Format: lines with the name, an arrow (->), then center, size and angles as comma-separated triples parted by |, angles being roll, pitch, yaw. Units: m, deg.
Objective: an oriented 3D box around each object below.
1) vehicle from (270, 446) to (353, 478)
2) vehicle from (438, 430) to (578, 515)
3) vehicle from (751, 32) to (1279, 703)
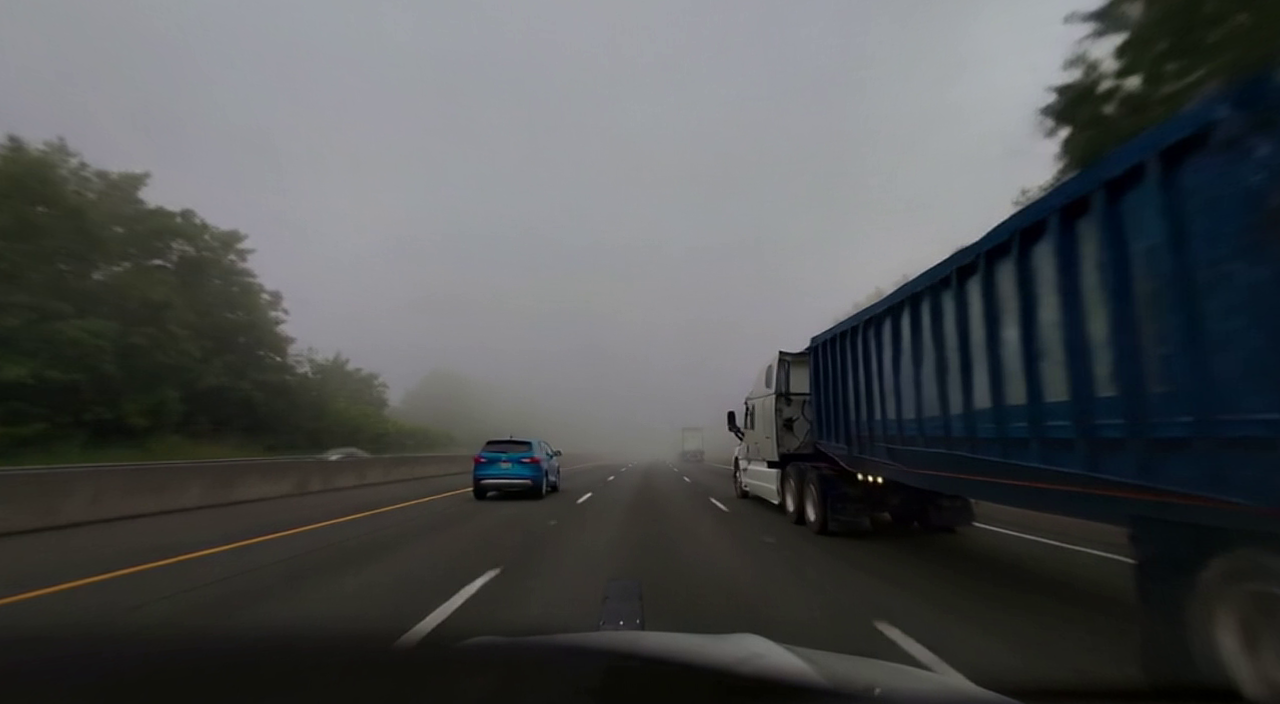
vehicle -> -16.743, 5.619, 32.459 | 1.879, 1.493, 4.452 | 0, -9, 0
vehicle -> -2.874, 2.772, 14.938 | 2.297, 1.683, 4.385 | 0, -9, 1
vehicle -> 4.338, 1.210, 8.966 | 2.868, 3.427, 14.032 | 0, -9, 0
